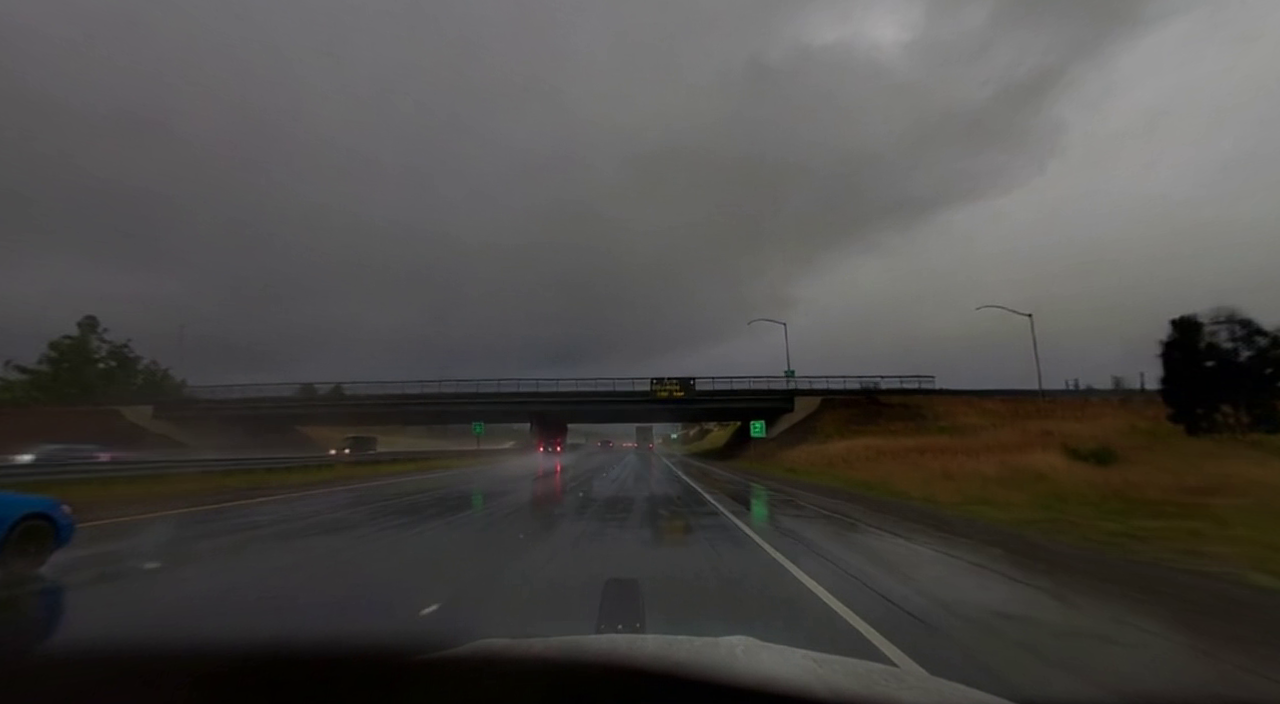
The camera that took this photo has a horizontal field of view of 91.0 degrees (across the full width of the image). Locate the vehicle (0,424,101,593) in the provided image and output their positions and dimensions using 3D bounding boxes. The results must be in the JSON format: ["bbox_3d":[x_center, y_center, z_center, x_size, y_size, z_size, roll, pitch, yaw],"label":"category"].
[{"bbox_3d":[-6.935,1.245,4.474,2.096,1.541,4.610,0,-8,0],"label":"vehicle"}]
